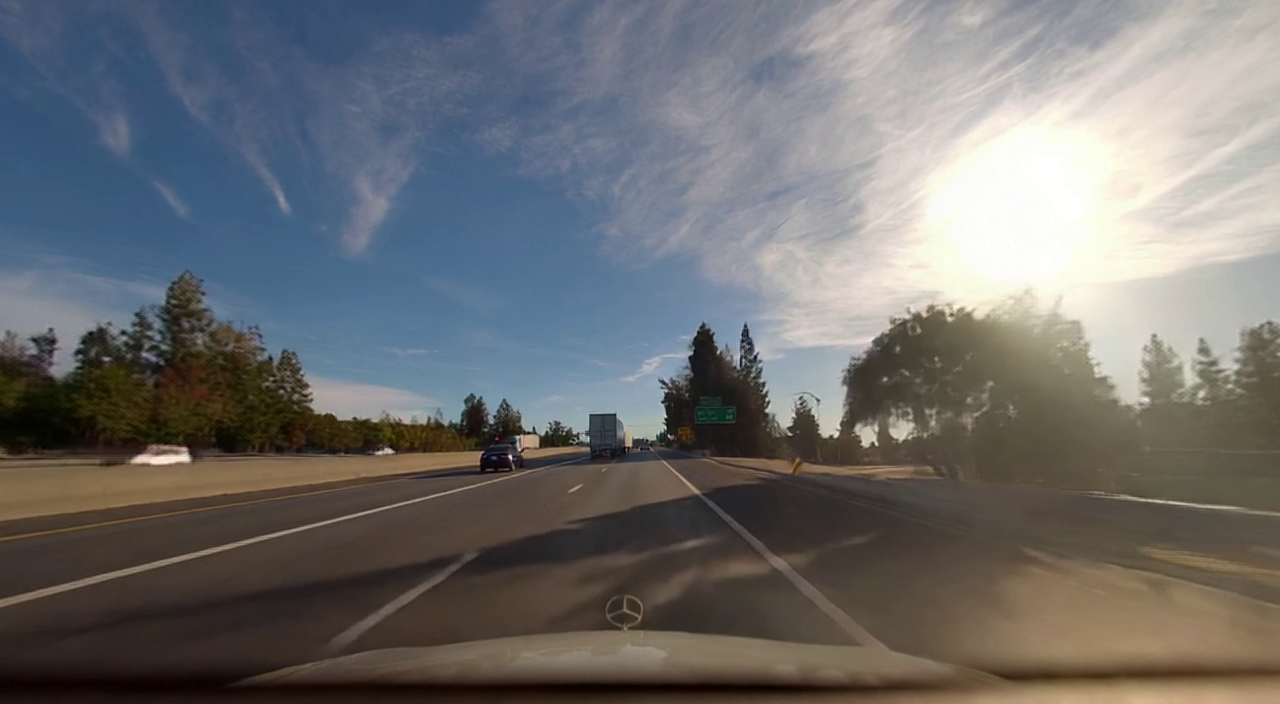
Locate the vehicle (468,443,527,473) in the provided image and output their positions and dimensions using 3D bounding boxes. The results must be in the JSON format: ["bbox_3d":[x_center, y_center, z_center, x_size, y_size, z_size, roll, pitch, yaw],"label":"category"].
[{"bbox_3d":[-7.411,5.546,33.182,1.901,1.467,4.629,0,-8,2],"label":"vehicle"}]

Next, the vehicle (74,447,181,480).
[{"bbox_3d":[-29.026,6.301,35.792,2.059,1.718,4.643,0,-8,1],"label":"vehicle"}]
